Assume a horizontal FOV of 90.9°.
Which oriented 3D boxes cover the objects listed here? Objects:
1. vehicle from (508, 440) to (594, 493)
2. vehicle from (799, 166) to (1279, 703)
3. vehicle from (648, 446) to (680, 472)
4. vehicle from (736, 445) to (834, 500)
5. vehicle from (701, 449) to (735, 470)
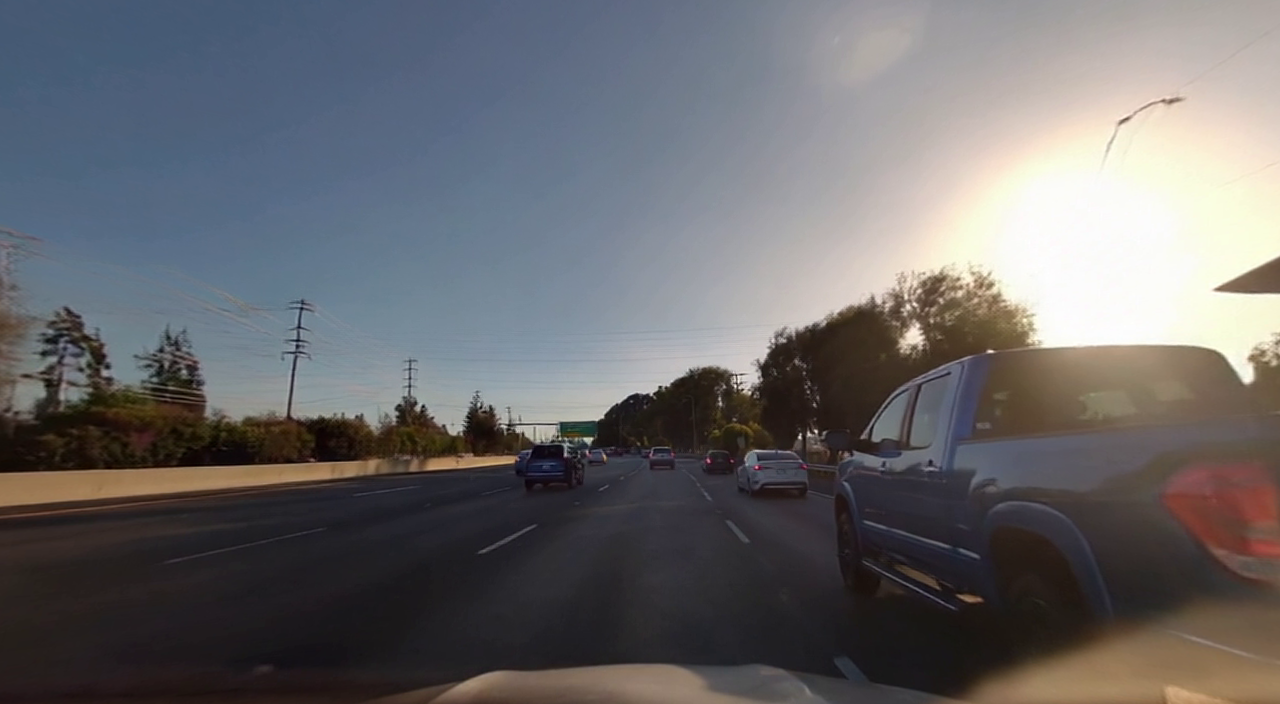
[{"bbox_3d":[-3.092,4.112,23.058,2.209,1.714,4.576,-1,-8,4],"label":"vehicle"},{"bbox_3d":[3.387,1.015,4.685,3.024,2.092,6.797,-1,-8,4],"label":"vehicle"},{"bbox_3d":[1.636,7.320,43.390,2.080,1.682,4.150,0,-8,2],"label":"vehicle"},{"bbox_3d":[4.381,3.702,19.817,2.111,1.498,4.466,0,-8,2],"label":"vehicle"},{"bbox_3d":[5.725,7.936,46.687,2.072,1.456,4.537,0,-8,2],"label":"vehicle"}]
